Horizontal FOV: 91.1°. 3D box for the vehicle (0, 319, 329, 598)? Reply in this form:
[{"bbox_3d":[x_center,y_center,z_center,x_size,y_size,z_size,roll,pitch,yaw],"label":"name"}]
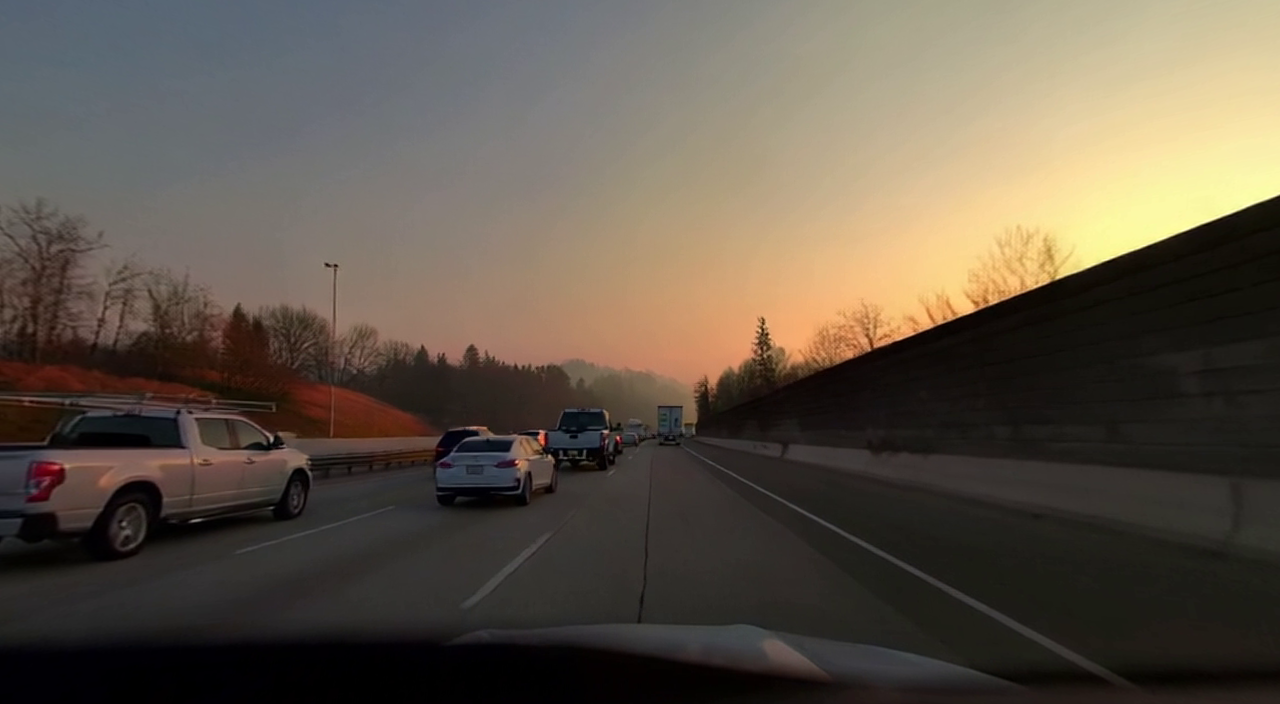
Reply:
[{"bbox_3d":[-6.805,1.309,8.244,2.386,2.435,5.831,0,-8,1],"label":"vehicle"}]

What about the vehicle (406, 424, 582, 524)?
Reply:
[{"bbox_3d":[-2.421,2.135,11.673,2.089,1.485,4.153,0,-8,3],"label":"vehicle"}]

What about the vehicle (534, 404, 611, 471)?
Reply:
[{"bbox_3d":[-2.678,3.592,26.454,2.427,2.514,5.159,0,-8,2],"label":"vehicle"}]
